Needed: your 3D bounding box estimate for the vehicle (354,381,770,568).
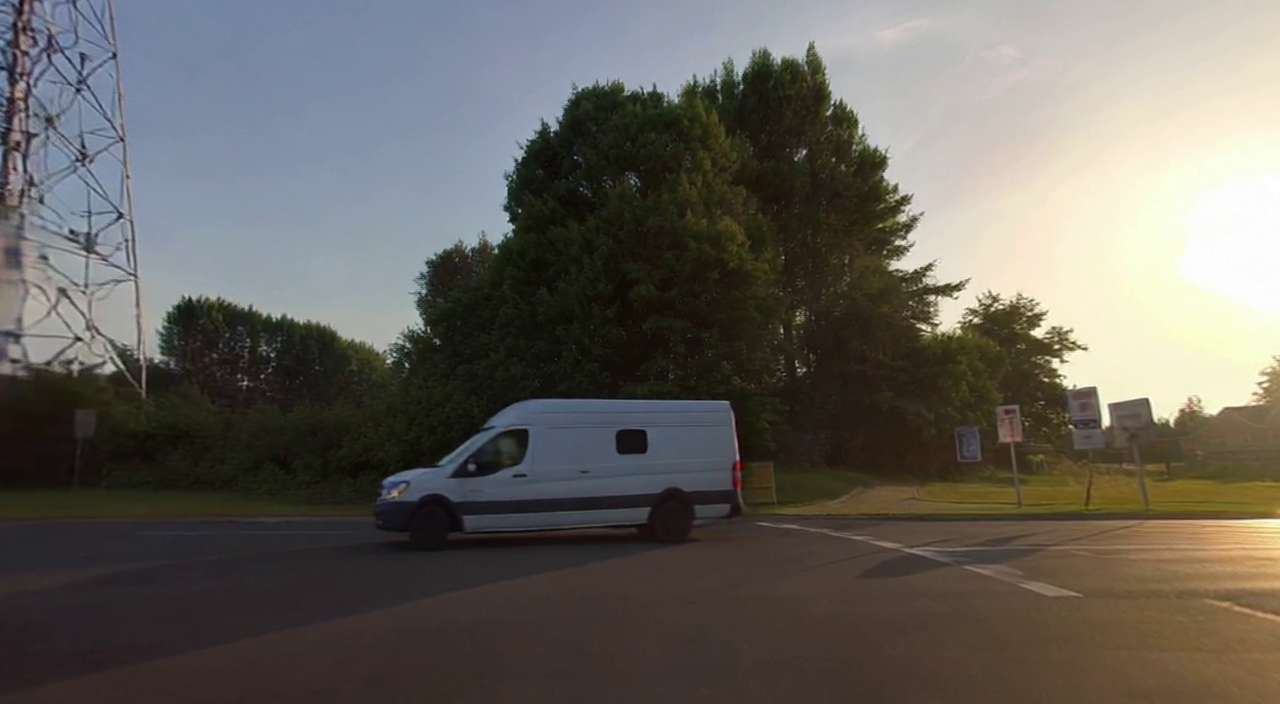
[{"bbox_3d":[-1.151,1.875,10.175,5.923,2.424,2.247,2,-9,-16],"label":"vehicle"}]
